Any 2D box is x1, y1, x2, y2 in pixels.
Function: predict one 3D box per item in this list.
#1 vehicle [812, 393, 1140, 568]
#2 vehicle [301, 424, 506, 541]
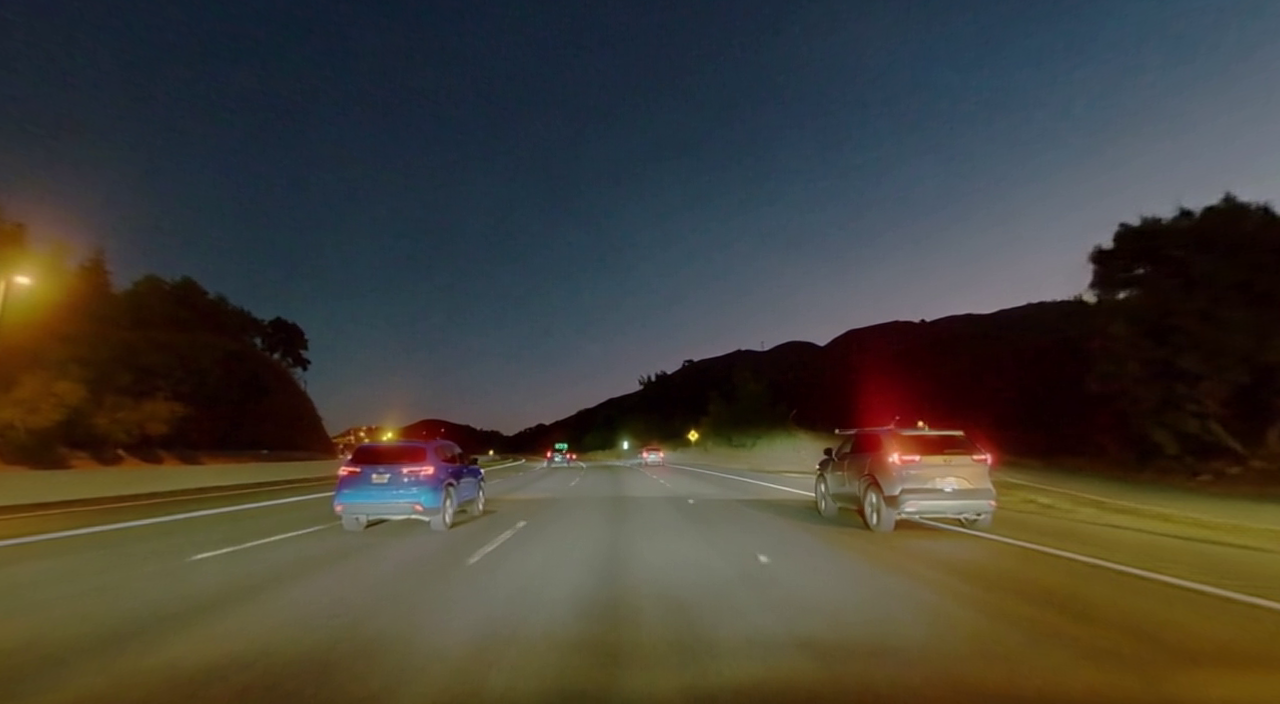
[{"bbox_3d":[4.376,1.779,9.445,2.103,1.903,4.837,0,-9,-2],"label":"vehicle"},{"bbox_3d":[-4.116,2.351,12.058,2.213,1.766,4.598,0,-9,-1],"label":"vehicle"}]
